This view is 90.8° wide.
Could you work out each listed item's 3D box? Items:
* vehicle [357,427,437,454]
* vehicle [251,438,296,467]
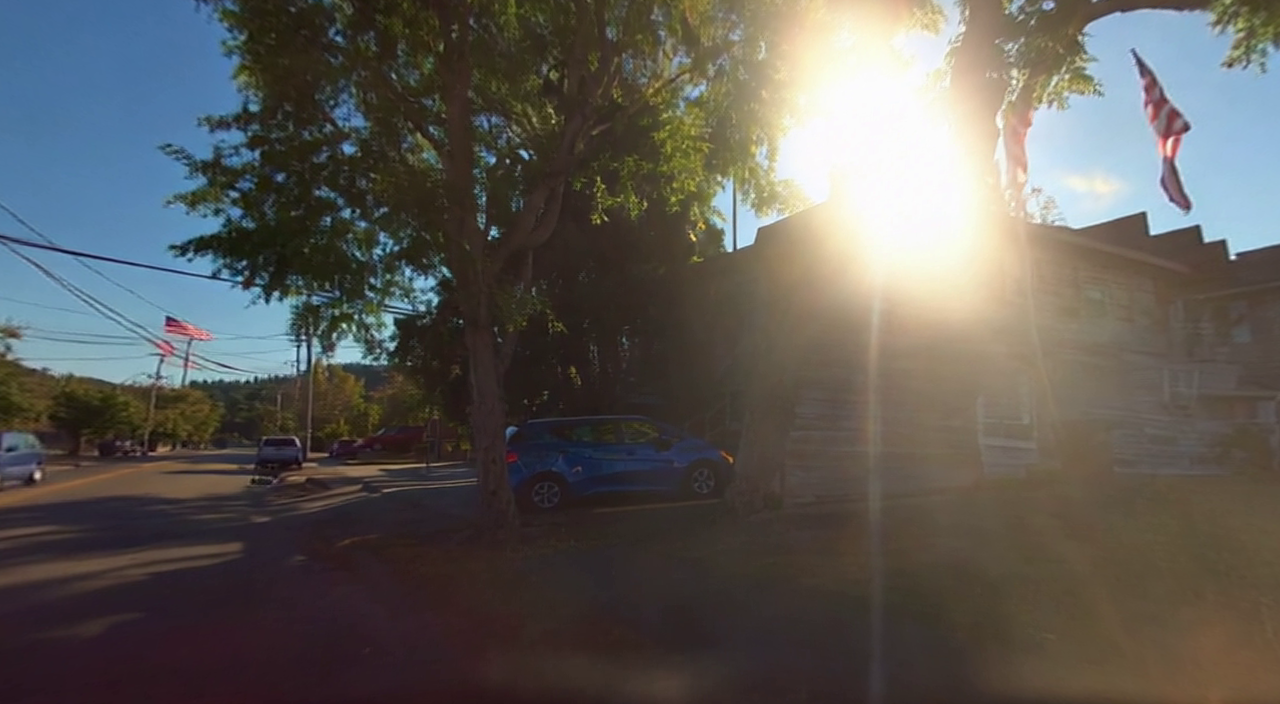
[{"bbox_3d":[-16.630,6.068,43.311,4.767,1.735,1.920,5,-10,-31],"label":"vehicle"},{"bbox_3d":[-20.187,5.520,34.833,1.941,1.460,4.206,5,-10,-30],"label":"vehicle"}]
